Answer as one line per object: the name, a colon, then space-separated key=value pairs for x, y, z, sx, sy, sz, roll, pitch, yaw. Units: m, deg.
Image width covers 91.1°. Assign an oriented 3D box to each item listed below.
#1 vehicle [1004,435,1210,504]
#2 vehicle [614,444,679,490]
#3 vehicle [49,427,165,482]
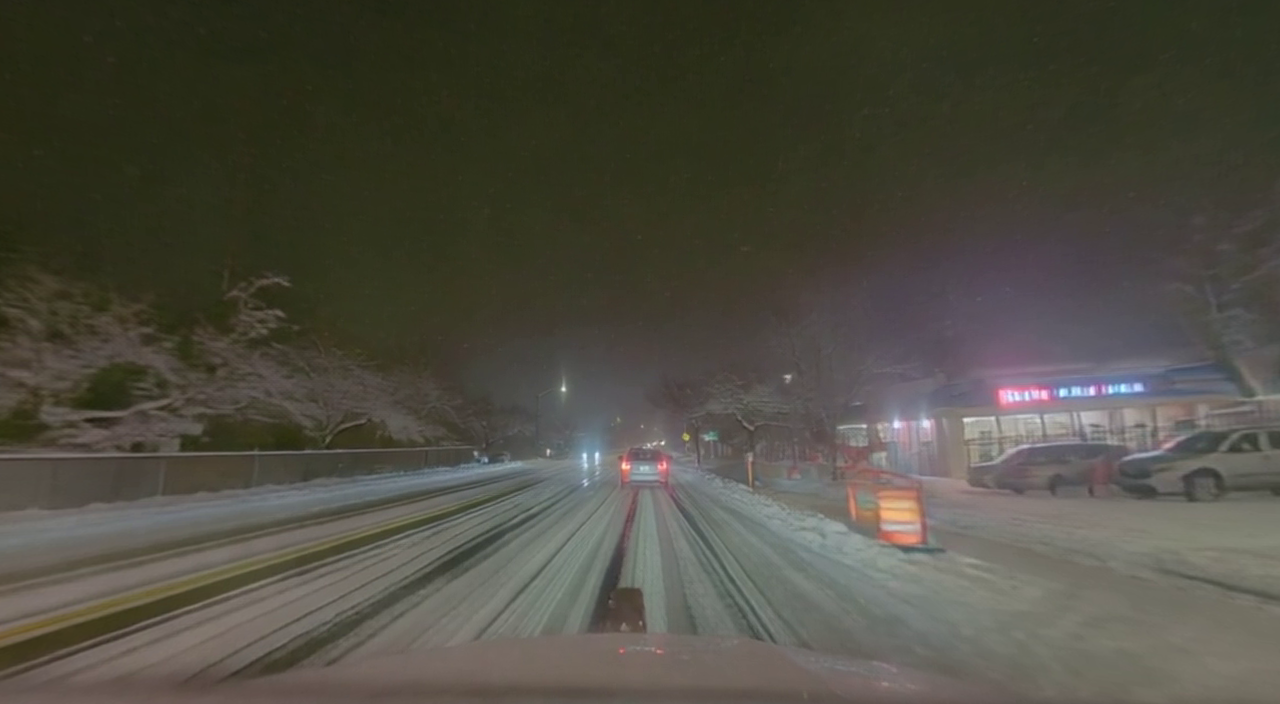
vehicle: x=11.685 y=2.948 z=16.215 sx=1.970 sy=1.501 sz=4.514 roll=0 pitch=-9 yaw=3
vehicle: x=0.200 y=4.092 z=22.727 sx=2.144 sy=1.514 sz=4.063 roll=0 pitch=-9 yaw=0
vehicle: x=-30.211 y=5.812 z=35.796 sx=2.502 sy=2.916 sz=4.293 roll=-1 pitch=-9 yaw=4
